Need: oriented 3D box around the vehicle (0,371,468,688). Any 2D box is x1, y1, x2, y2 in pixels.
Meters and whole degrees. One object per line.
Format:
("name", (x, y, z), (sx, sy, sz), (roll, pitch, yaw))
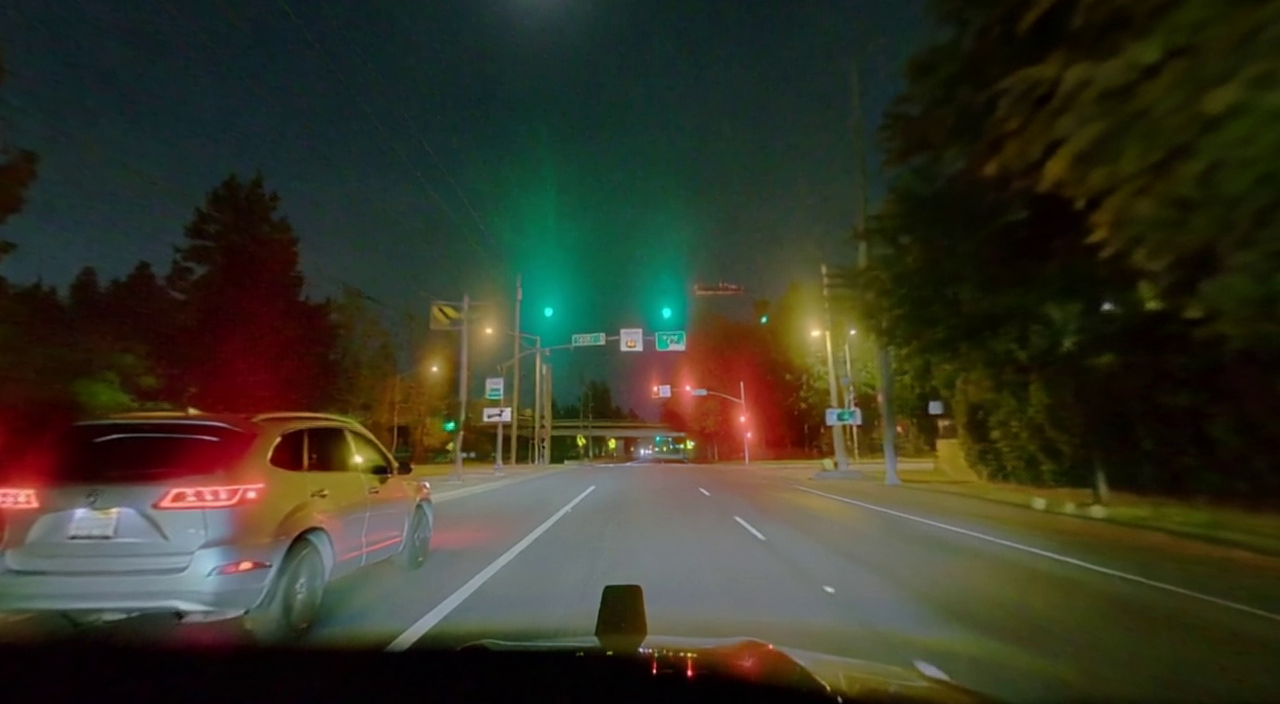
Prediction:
("vehicle", (-3.112, 1.275, 5.624), (1.882, 1.704, 4.335), (0, -9, 0))
